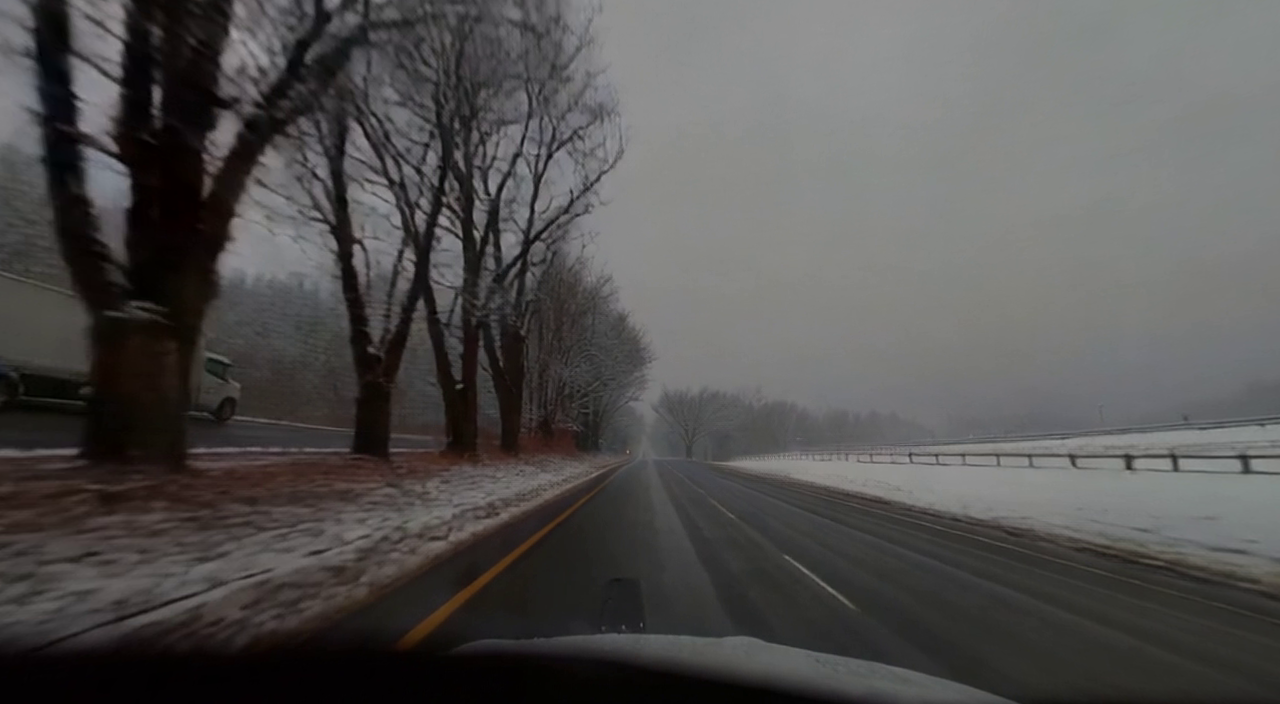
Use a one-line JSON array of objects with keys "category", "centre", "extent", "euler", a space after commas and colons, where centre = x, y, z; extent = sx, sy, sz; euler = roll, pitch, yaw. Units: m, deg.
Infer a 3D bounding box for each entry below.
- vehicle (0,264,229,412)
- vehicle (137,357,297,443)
[{"category": "vehicle", "centre": [-24.807, -0.417, 26.363], "extent": [3.314, 4.163, 16.558], "euler": [-1, -11, 3]}, {"category": "vehicle", "centre": [-23.894, 2.879, 36.458], "extent": [3.022, 4.324, 8.607], "euler": [-1, -6, 2]}]
